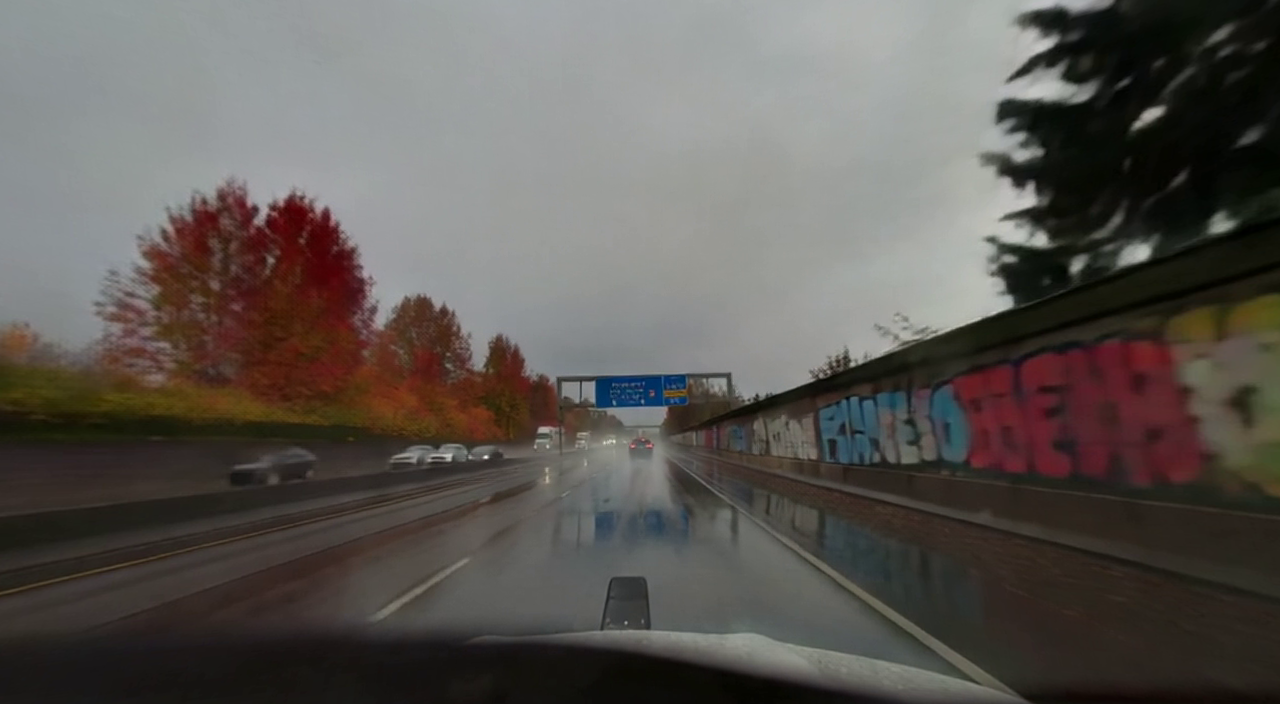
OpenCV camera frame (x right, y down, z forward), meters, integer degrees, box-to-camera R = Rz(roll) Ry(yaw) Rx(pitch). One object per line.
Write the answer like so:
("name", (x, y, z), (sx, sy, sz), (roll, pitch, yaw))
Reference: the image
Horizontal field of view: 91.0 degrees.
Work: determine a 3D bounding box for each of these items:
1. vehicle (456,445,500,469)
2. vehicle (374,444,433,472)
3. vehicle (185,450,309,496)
("vehicle", (-10.666, 6.905, 41.682), (1.768, 1.469, 3.813), (0, -8, 3))
("vehicle", (-14.554, 6.538, 38.956), (1.924, 1.609, 4.275), (0, -8, 1))
("vehicle", (-14.684, 4.512, 23.859), (1.796, 1.495, 4.504), (0, -8, 0))
